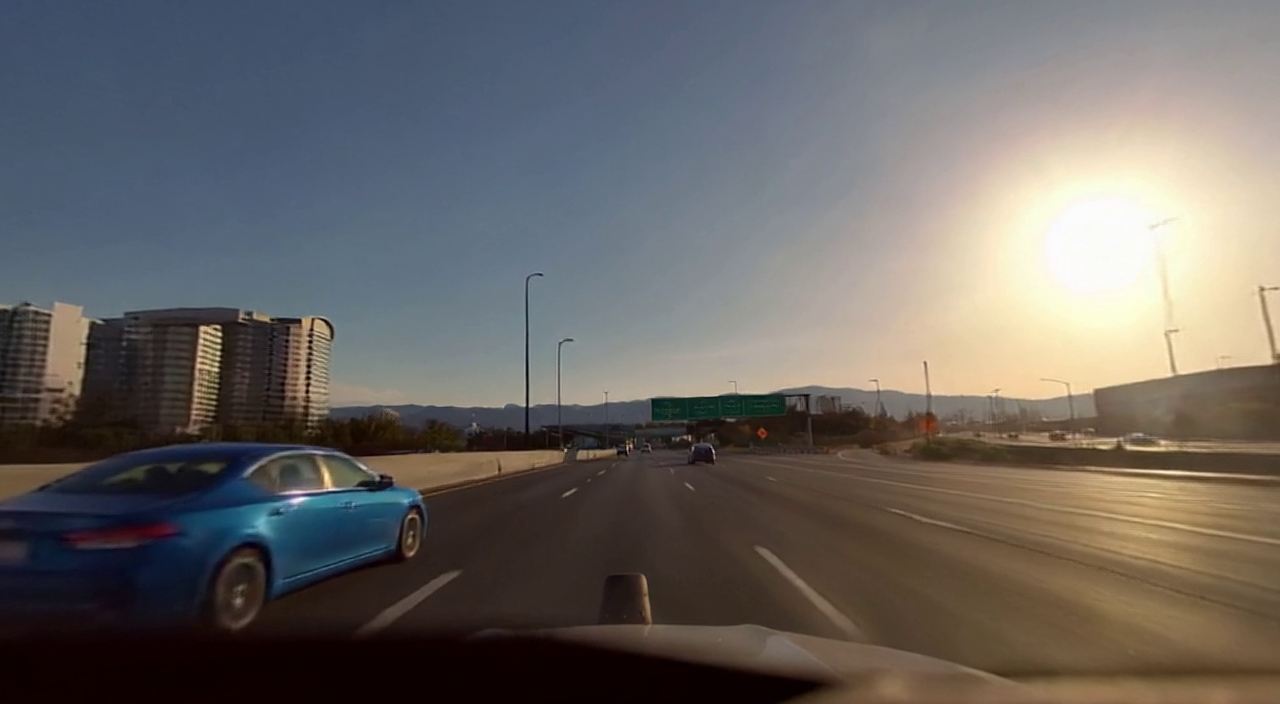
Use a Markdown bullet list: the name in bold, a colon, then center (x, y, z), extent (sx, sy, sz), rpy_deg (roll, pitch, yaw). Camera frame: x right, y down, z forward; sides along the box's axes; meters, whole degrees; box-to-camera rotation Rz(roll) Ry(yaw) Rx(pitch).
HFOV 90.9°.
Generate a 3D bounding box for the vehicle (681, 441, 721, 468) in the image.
- **vehicle**: center (3.666, 6.216, 38.431), extent (1.949, 1.515, 4.374), rpy_deg (0, -9, -1)

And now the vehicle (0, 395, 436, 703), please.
- **vehicle**: center (-3.417, 1.279, 4.891), extent (1.979, 1.505, 4.705), rpy_deg (0, -9, 2)
